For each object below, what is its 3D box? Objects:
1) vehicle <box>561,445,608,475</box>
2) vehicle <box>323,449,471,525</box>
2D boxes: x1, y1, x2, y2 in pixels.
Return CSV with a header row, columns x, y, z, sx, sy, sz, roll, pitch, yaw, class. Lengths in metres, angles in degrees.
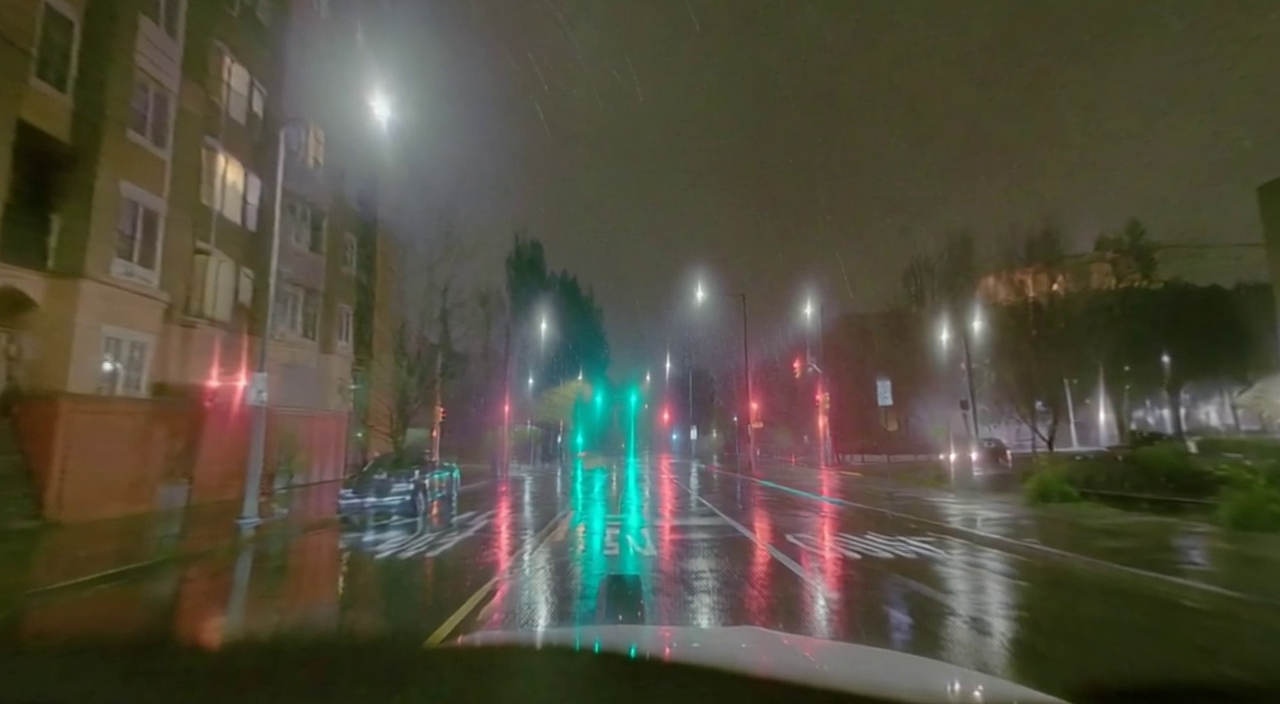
x,y,z,sx,sy,sz,roll,pitch,yaw,class
-2.840,5.658,33.314,2.029,1.438,4.313,0,-8,1,vehicle
-5.823,3.241,15.806,1.947,1.473,4.397,-3,-9,1,vehicle
